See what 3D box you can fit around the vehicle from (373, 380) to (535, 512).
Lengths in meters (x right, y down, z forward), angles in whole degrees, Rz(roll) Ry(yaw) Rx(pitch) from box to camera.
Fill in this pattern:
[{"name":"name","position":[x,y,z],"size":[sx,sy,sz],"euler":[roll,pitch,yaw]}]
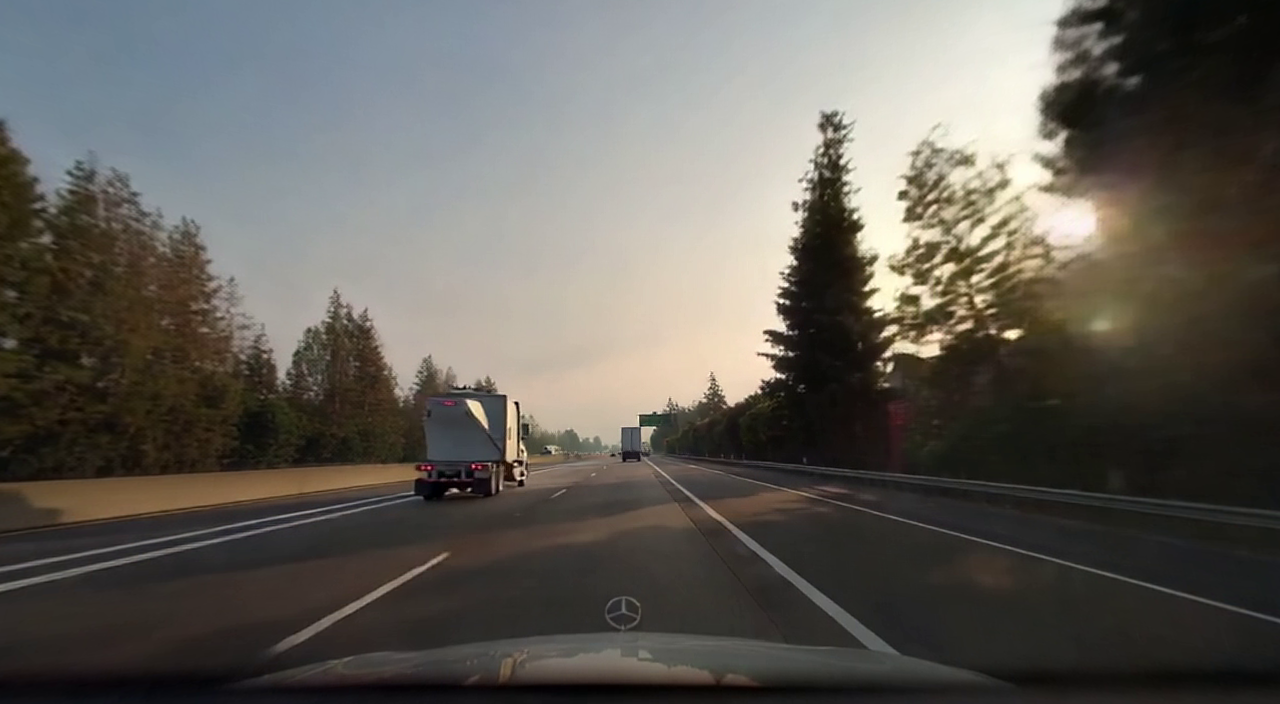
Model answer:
[{"name":"vehicle","position":[-4.512,2.504,16.742],"size":[2.368,2.813,6.329],"euler":[0,-9,0]}]
